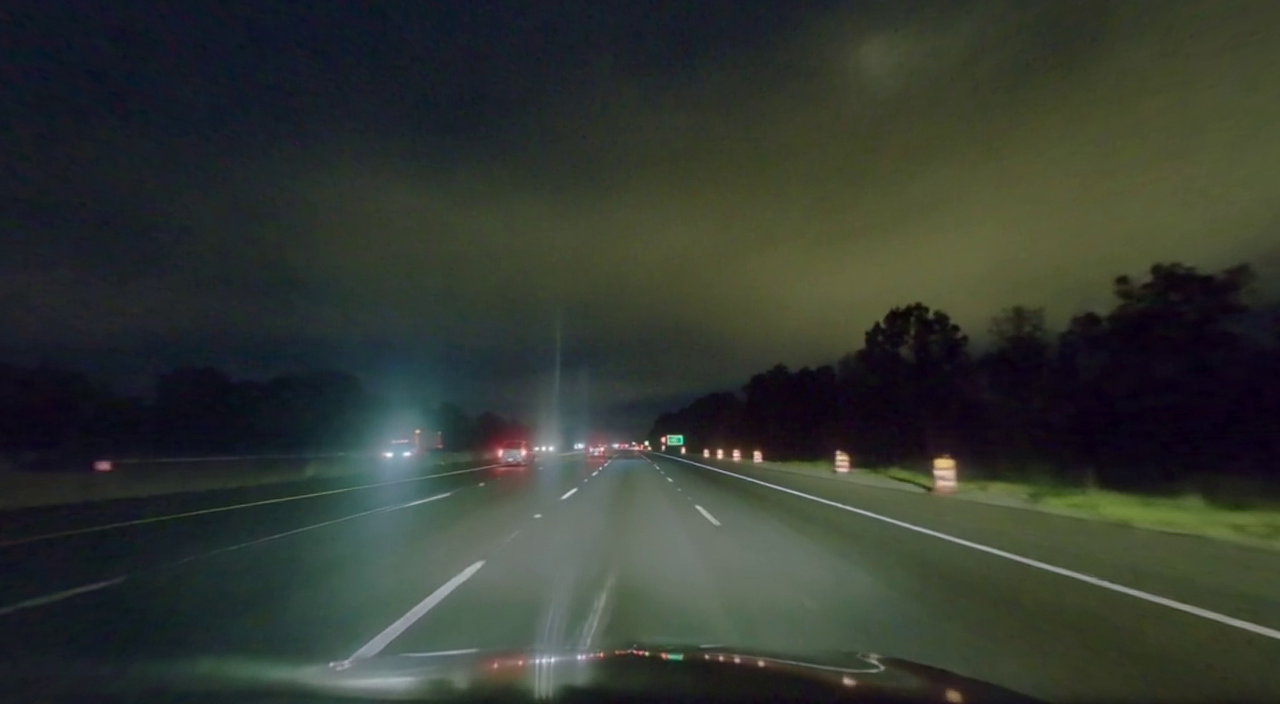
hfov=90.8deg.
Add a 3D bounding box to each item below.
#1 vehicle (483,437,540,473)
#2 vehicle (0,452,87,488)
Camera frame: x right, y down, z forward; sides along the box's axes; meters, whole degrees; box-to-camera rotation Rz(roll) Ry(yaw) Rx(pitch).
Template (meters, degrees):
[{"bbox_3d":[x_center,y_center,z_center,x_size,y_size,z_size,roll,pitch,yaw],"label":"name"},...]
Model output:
[{"bbox_3d":[-6.638,5.387,33.128,2.036,1.758,4.529,0,-9,0],"label":"vehicle"},{"bbox_3d":[-27.457,5.181,27.977,1.753,1.443,4.600,0,-9,-1],"label":"vehicle"}]
